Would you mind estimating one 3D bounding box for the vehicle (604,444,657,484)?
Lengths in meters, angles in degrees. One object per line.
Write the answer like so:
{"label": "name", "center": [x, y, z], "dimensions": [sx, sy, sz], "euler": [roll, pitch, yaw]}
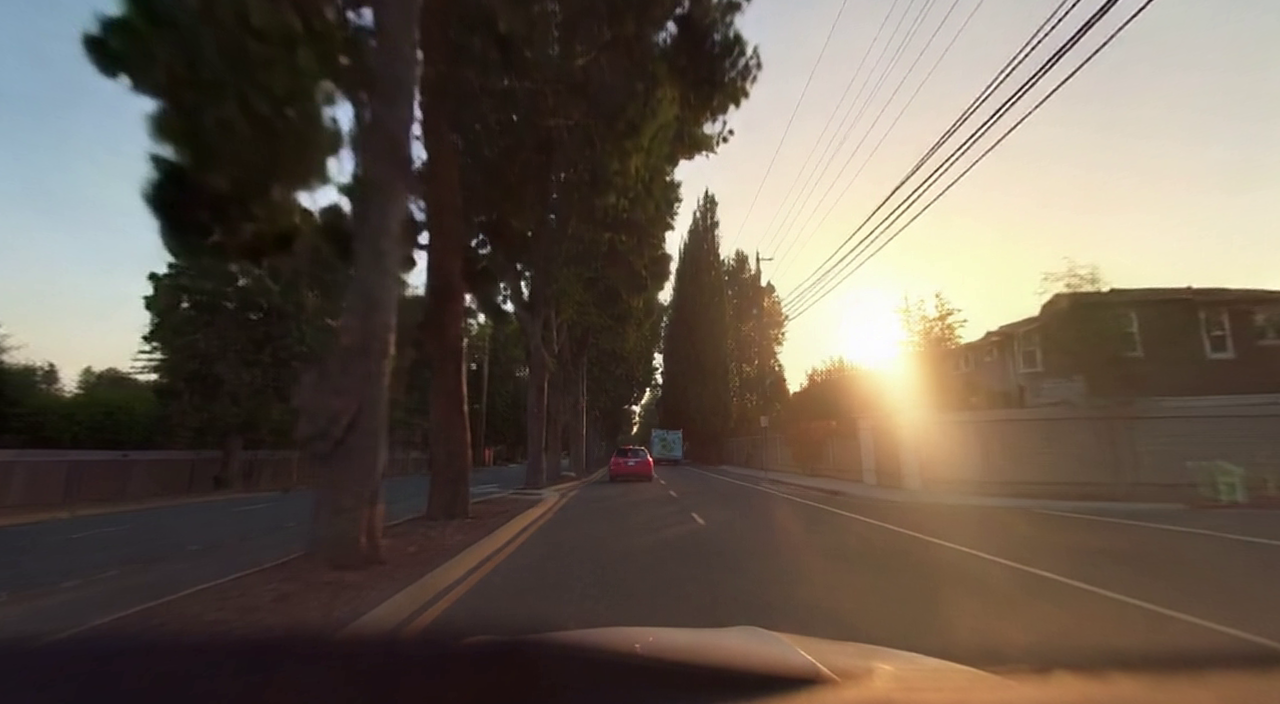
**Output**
{"label": "vehicle", "center": [-0.401, 4.574, 26.239], "dimensions": [2.018, 1.511, 3.993], "euler": [0, -8, -1]}
